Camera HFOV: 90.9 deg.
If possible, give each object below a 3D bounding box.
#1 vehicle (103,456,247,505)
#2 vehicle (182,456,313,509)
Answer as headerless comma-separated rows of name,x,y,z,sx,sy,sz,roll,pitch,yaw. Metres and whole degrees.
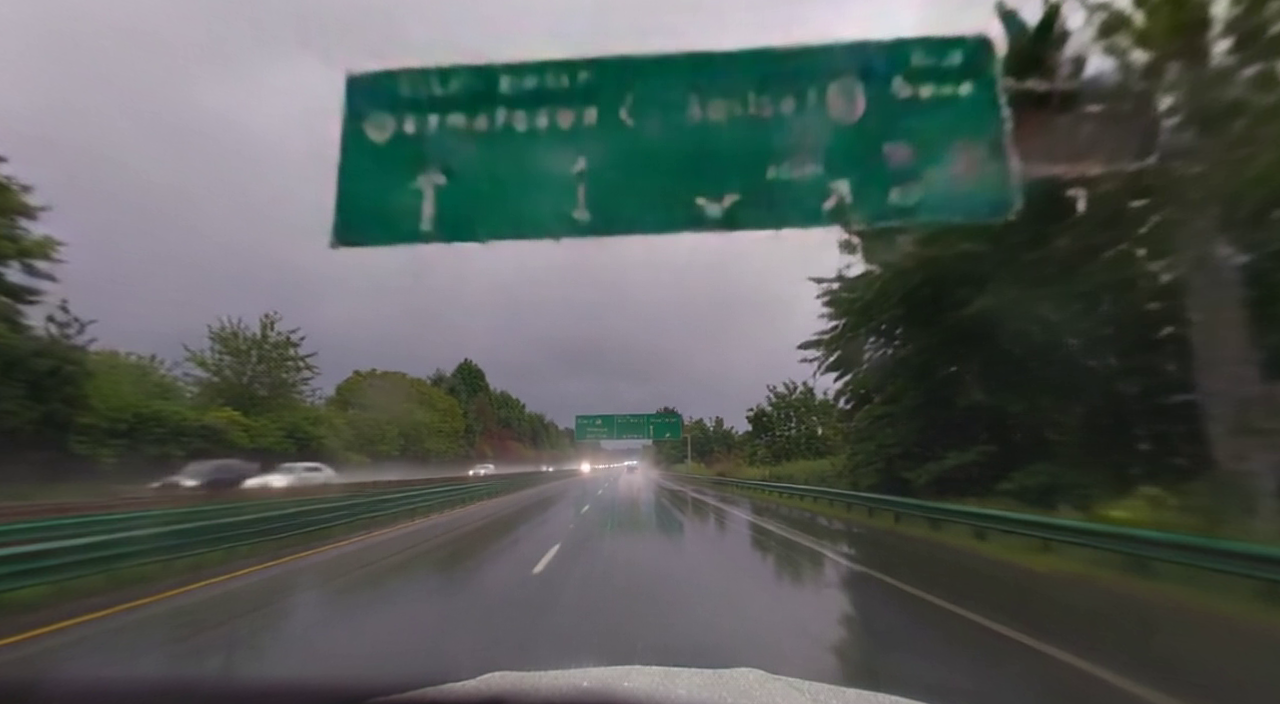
vehicle,-15.956,4.423,21.972,1.773,1.493,4.313,1,-10,-2
vehicle,-11.780,3.933,19.212,1.712,1.420,3.493,1,-10,-1
